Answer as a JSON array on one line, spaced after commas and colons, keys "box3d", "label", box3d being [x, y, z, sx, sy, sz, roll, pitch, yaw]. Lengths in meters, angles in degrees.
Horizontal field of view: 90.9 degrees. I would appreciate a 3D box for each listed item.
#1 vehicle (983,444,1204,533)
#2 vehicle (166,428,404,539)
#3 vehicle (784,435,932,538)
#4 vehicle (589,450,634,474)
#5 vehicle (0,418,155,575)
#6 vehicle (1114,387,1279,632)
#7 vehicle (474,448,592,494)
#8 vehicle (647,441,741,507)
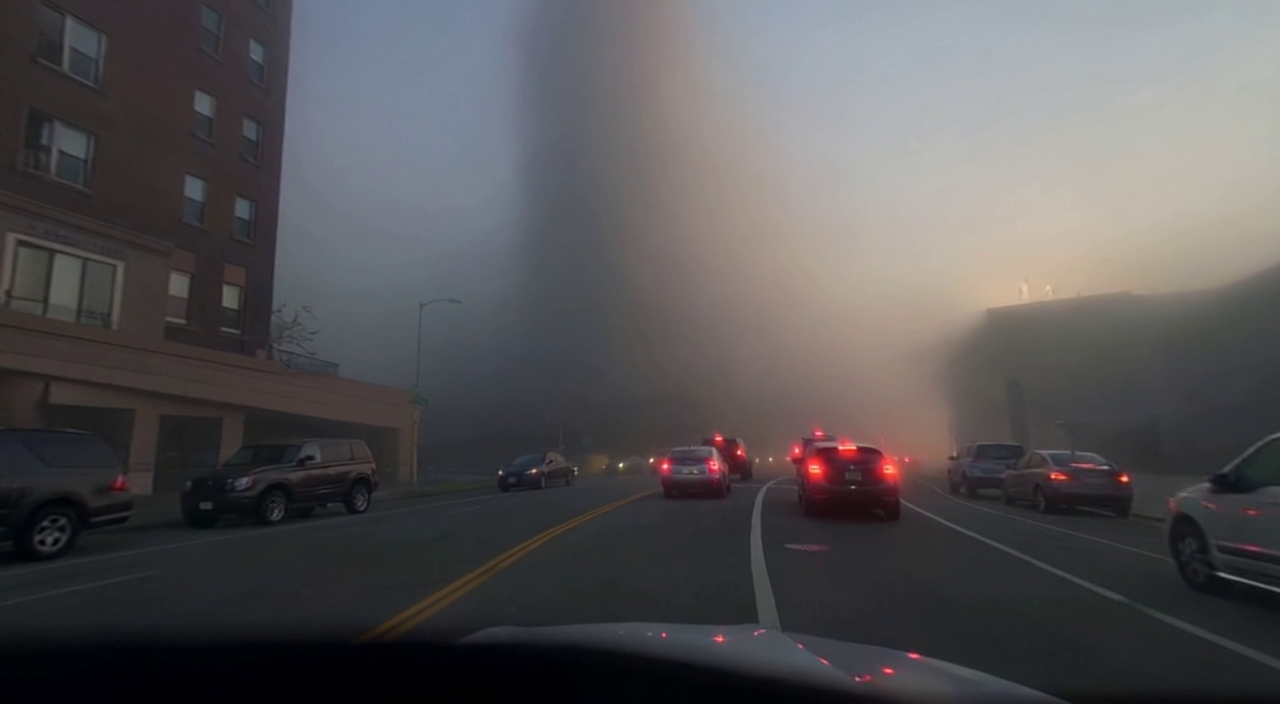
[{"box3d": [9.156, 2.716, 13.364, 1.901, 1.500, 4.729, -2, -9, 11], "label": "vehicle"}, {"box3d": [-7.375, 2.709, 13.713, 1.934, 1.770, 4.546, -9, -10, 12], "label": "vehicle"}, {"box3d": [3.760, 2.338, 11.668, 1.982, 1.510, 4.144, -2, -9, 11], "label": "vehicle"}, {"box3d": [-1.864, 7.333, 42.281, 2.040, 1.492, 4.318, -2, -9, 11], "label": "vehicle"}, {"box3d": [-8.788, 1.664, 7.111, 2.070, 1.854, 4.985, -2, -9, 11], "label": "vehicle"}, {"box3d": [5.717, 1.137, 4.451, 2.088, 1.775, 4.454, -2, -9, 14], "label": "vehicle"}, {"box3d": [-3.820, 4.313, 23.321, 1.928, 1.503, 4.322, -5, -10, 31], "label": "vehicle"}, {"box3d": [1.507, 3.051, 16.227, 2.031, 1.461, 3.763, -2, -9, 11], "label": "vehicle"}]
